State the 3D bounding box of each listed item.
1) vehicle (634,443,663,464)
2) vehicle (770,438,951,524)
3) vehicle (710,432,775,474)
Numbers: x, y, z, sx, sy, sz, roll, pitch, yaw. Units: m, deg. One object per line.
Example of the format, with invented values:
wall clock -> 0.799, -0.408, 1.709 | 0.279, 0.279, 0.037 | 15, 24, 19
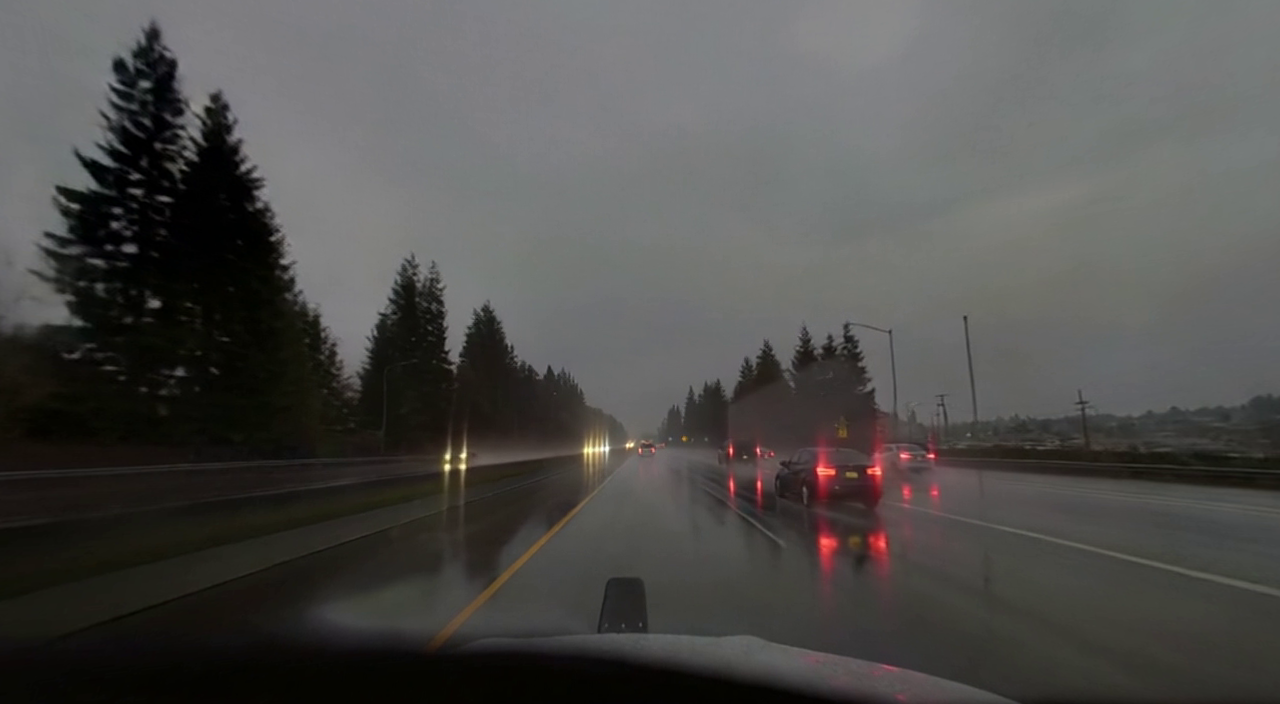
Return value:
vehicle -> 0.627, 7.587, 47.063 | 2.052, 1.472, 4.295 | 0, -8, 0
vehicle -> 4.313, 2.574, 13.264 | 1.904, 1.453, 4.789 | 0, -8, -3
vehicle -> 5.010, 5.050, 31.577 | 2.206, 1.902, 5.460 | 0, -8, -2
